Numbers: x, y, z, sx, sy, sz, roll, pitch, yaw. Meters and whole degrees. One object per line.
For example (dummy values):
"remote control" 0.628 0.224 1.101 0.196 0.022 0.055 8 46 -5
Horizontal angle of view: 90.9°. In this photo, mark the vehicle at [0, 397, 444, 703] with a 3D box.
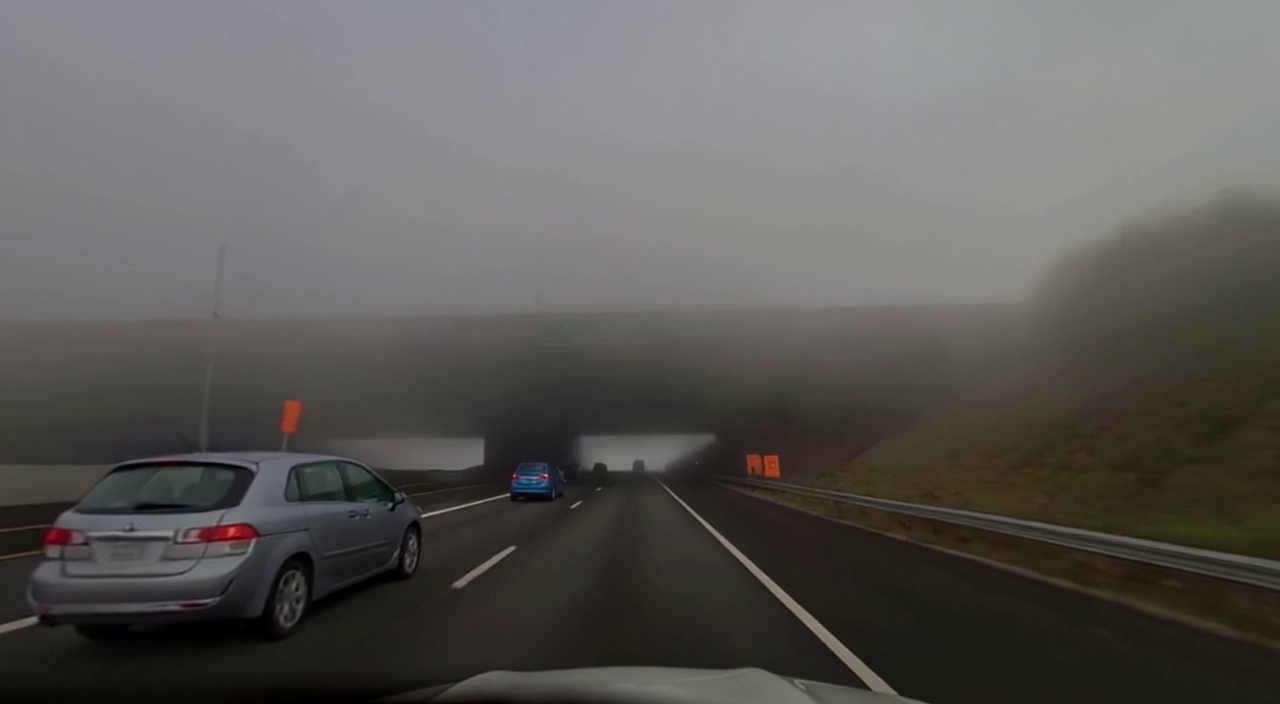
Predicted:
"vehicle" -3.277 1.314 4.469 2.023 1.507 5.082 1 -10 1

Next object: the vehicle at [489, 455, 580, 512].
"vehicle" -3.029 3.891 18.908 1.992 1.466 3.690 1 -10 2

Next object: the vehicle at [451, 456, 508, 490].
"vehicle" -7.938 6.032 31.556 1.823 1.540 4.231 1 -10 -1
